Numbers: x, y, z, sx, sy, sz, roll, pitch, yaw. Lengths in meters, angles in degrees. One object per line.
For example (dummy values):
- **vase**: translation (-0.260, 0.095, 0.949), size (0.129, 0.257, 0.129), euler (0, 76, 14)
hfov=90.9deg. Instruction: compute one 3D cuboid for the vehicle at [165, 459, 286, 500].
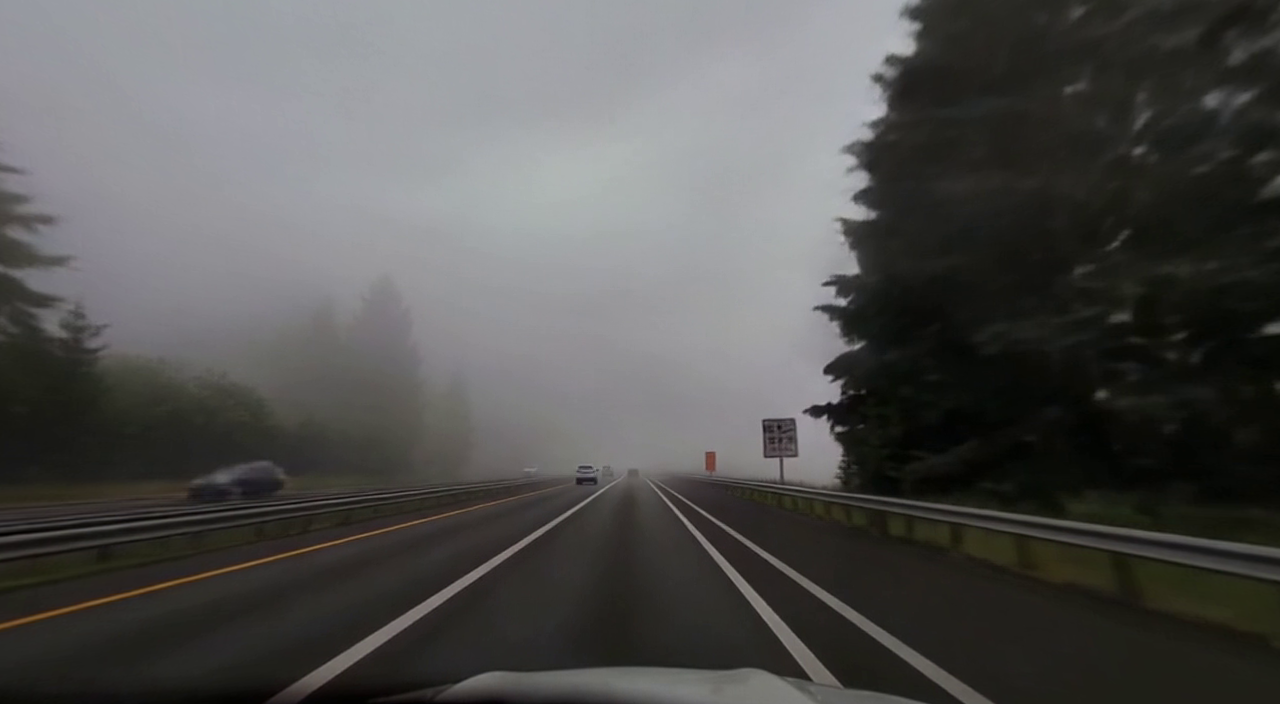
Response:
- **vehicle**: translation (-17.497, 5.416, 26.917), size (1.973, 1.567, 4.633), euler (1, -11, 0)
